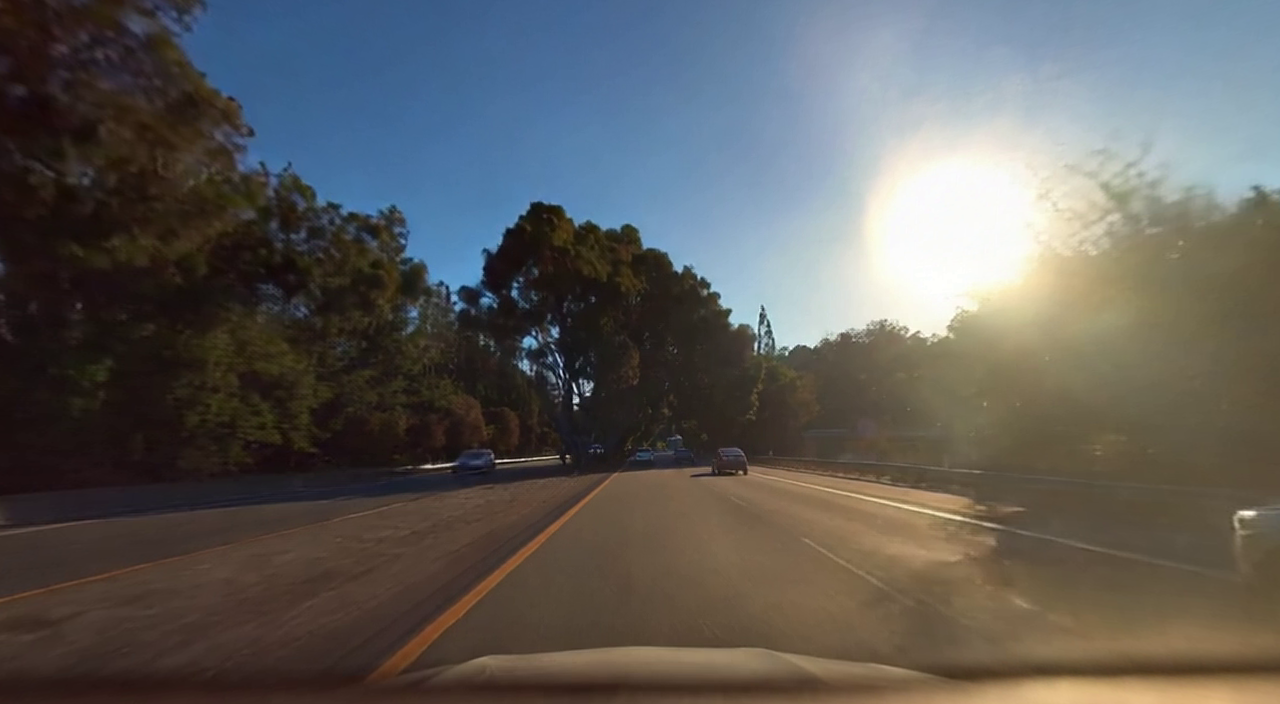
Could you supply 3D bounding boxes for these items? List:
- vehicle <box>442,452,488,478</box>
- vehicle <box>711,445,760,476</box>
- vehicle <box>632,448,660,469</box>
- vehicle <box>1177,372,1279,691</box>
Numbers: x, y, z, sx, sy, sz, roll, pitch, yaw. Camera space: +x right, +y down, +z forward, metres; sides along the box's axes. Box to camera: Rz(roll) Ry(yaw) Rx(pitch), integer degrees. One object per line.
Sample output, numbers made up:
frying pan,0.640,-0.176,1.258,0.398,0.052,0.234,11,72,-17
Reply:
vehicle,-12.040,7.773,43.570,1.952,1.629,4.189,0,-9,0
vehicle,5.002,5.714,33.414,1.964,1.513,3.707,0,-9,-1
vehicle,0.444,7.880,46.752,1.991,1.459,3.769,0,-9,0
vehicle,4.219,0.663,1.641,1.978,1.604,4.128,0,-9,1
